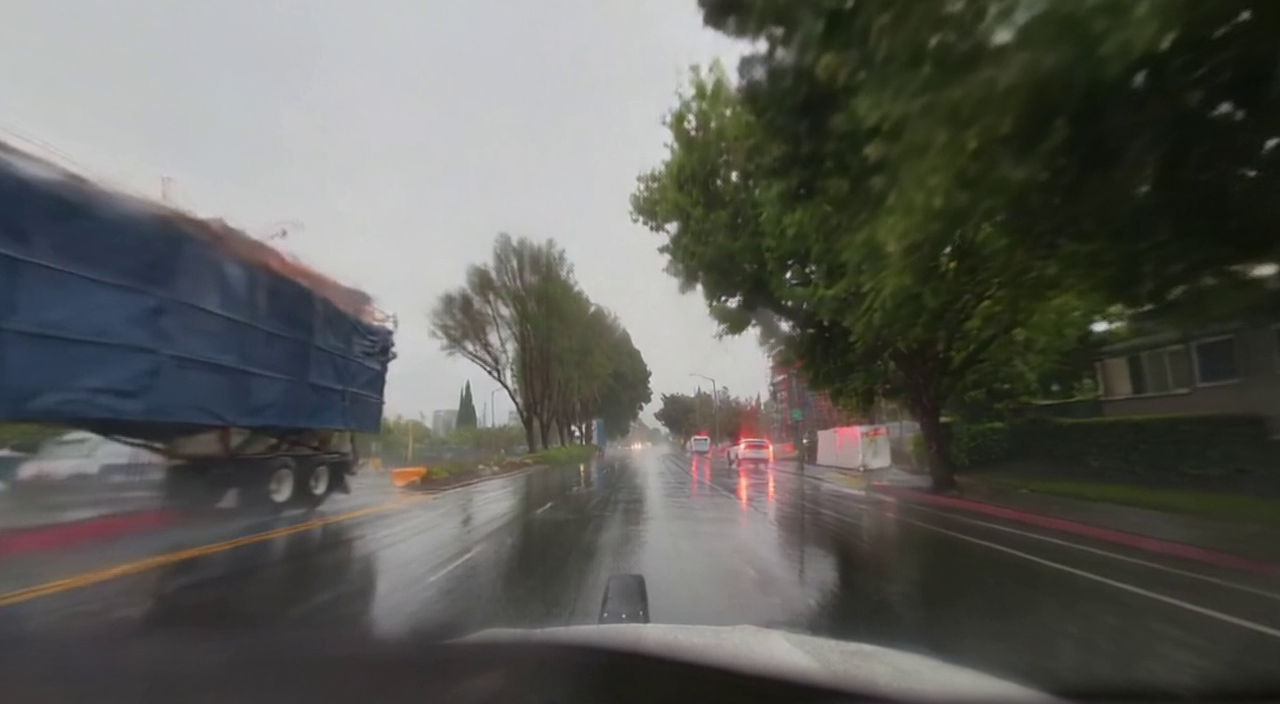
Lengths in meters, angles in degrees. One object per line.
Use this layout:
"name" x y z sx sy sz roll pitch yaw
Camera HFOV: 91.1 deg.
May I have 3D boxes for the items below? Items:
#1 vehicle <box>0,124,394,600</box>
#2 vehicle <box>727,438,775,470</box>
"vehicle" -7.171 0.361 7.525 2.815 4.259 13.345 0 -8 1
"vehicle" 6.982 6.477 39.970 2.169 1.880 4.849 0 -9 0
